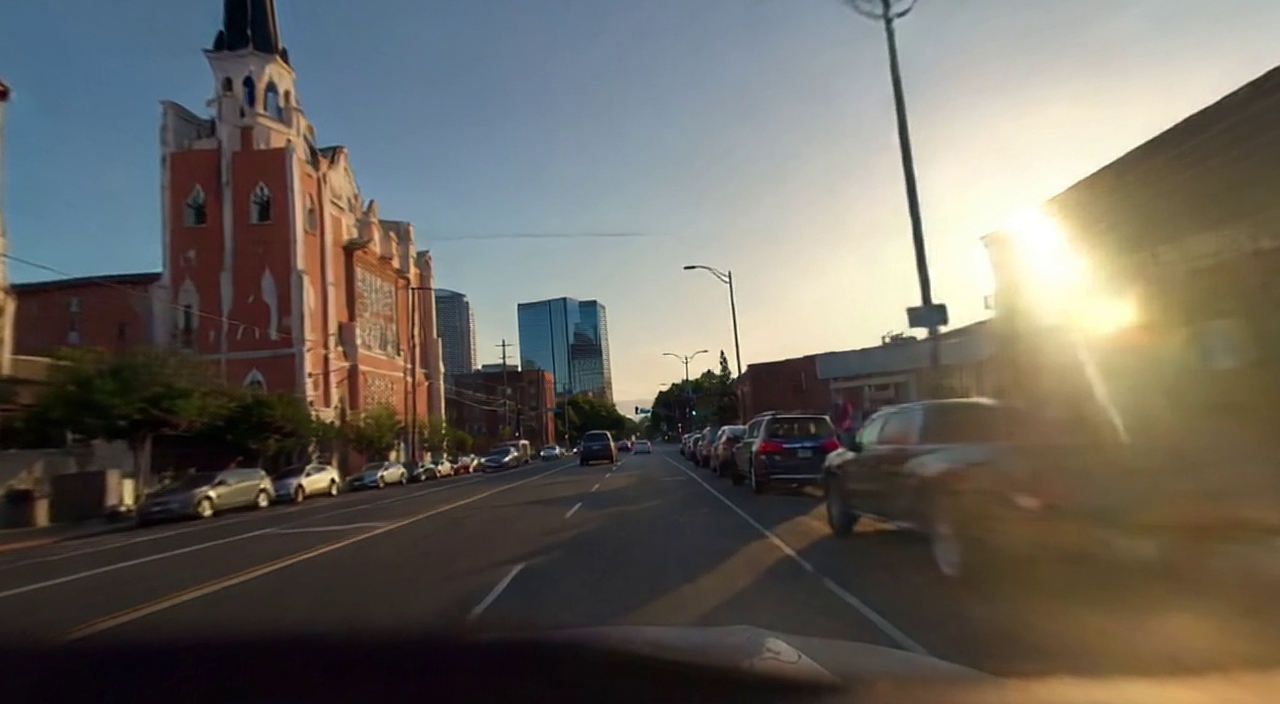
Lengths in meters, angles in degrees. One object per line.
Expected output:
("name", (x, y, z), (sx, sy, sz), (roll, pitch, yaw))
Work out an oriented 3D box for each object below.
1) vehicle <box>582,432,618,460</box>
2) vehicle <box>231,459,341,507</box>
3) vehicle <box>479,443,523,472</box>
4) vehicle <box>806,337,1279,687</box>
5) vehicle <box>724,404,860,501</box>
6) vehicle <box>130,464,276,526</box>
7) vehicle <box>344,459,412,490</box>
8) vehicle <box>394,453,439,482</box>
("vehicle", (-2.870, 6.944, 46.536), (2.293, 1.936, 4.737), (-1, -9, 1))
("vehicle", (-15.319, 5.672, 27.726), (2.014, 1.846, 4.920), (0, -9, -1))
("vehicle", (-8.790, 6.671, 40.248), (1.842, 1.735, 4.066), (-1, -9, 1))
("vehicle", (3.603, 1.278, 6.708), (2.055, 1.857, 6.596), (-1, -8, 2))
("vehicle", (3.499, 2.426, 15.746), (2.124, 1.975, 5.131), (-1, -8, 1))
("vehicle", (-15.009, 4.888, 22.096), (1.978, 1.819, 4.477), (0, -9, -2))
("vehicle", (-15.334, 7.163, 37.255), (2.076, 1.672, 4.499), (0, -9, 0))
("vehicle", (-15.315, 7.892, 43.457), (1.751, 1.865, 3.735), (0, -9, -1))
